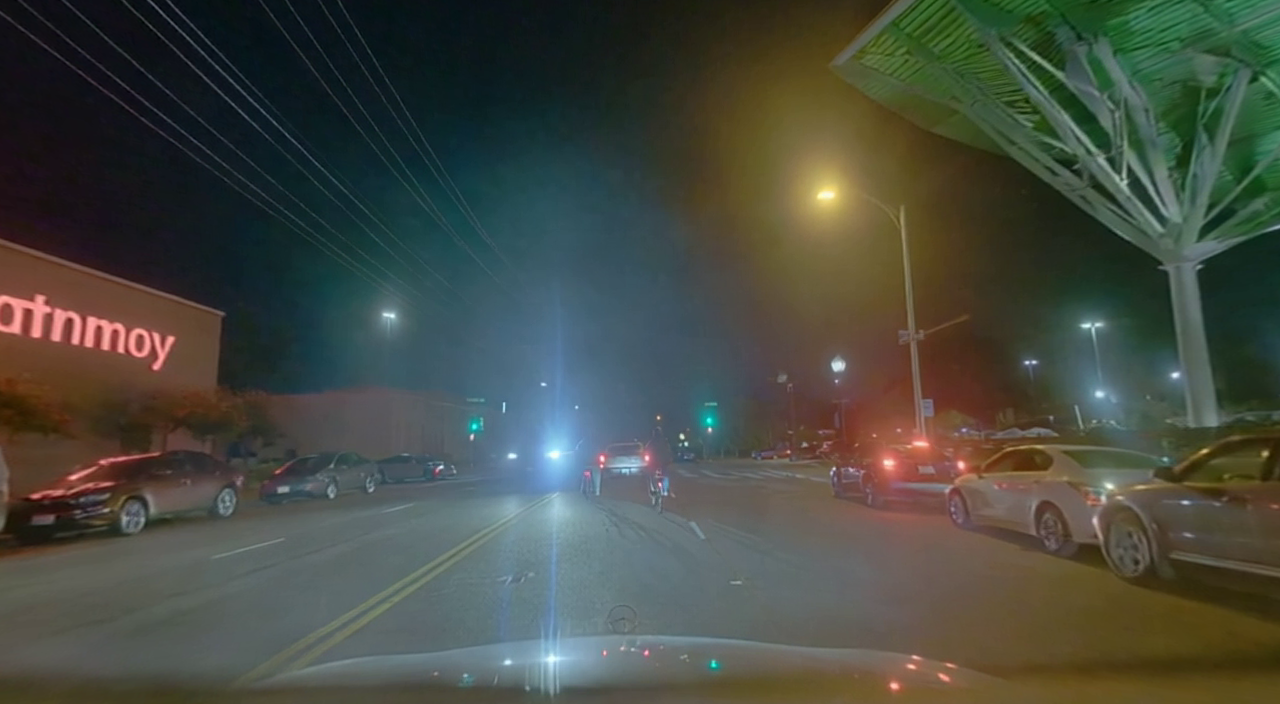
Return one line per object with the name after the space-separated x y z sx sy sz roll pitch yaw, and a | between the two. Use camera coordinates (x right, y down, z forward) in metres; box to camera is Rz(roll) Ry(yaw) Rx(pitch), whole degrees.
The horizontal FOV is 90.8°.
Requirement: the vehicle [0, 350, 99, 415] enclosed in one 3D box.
-17.503 0.904 17.413 3.705 1.493 1.701 -4 -6 1 | vehicle

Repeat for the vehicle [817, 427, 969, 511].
5.785 2.720 15.069 1.873 1.714 3.979 0 -9 -1 | vehicle

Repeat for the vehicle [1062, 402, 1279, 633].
5.539 1.185 4.554 1.972 1.623 4.469 0 -9 2 | vehicle

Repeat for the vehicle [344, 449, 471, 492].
-10.646 5.448 29.253 4.961 1.832 2.287 0 -9 0 | vehicle

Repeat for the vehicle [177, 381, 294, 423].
-17.140 2.155 26.916 3.685 1.584 1.708 1 -9 -3 | vehicle

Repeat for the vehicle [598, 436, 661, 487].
-0.404 4.125 24.076 2.190 1.783 4.048 0 -9 -1 | vehicle

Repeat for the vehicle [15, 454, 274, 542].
-10.312 3.021 13.761 1.904 1.495 4.585 0 -9 0 | vehicle

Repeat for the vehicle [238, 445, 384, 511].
-10.277 3.922 20.306 2.075 1.816 4.900 0 -9 -1 | vehicle

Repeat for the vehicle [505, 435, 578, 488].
-3.903 4.416 25.879 2.184 1.954 4.898 0 -9 0 | vehicle

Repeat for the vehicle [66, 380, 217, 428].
-17.292 1.828 22.047 3.750 1.495 1.727 -1 -8 -2 | vehicle
